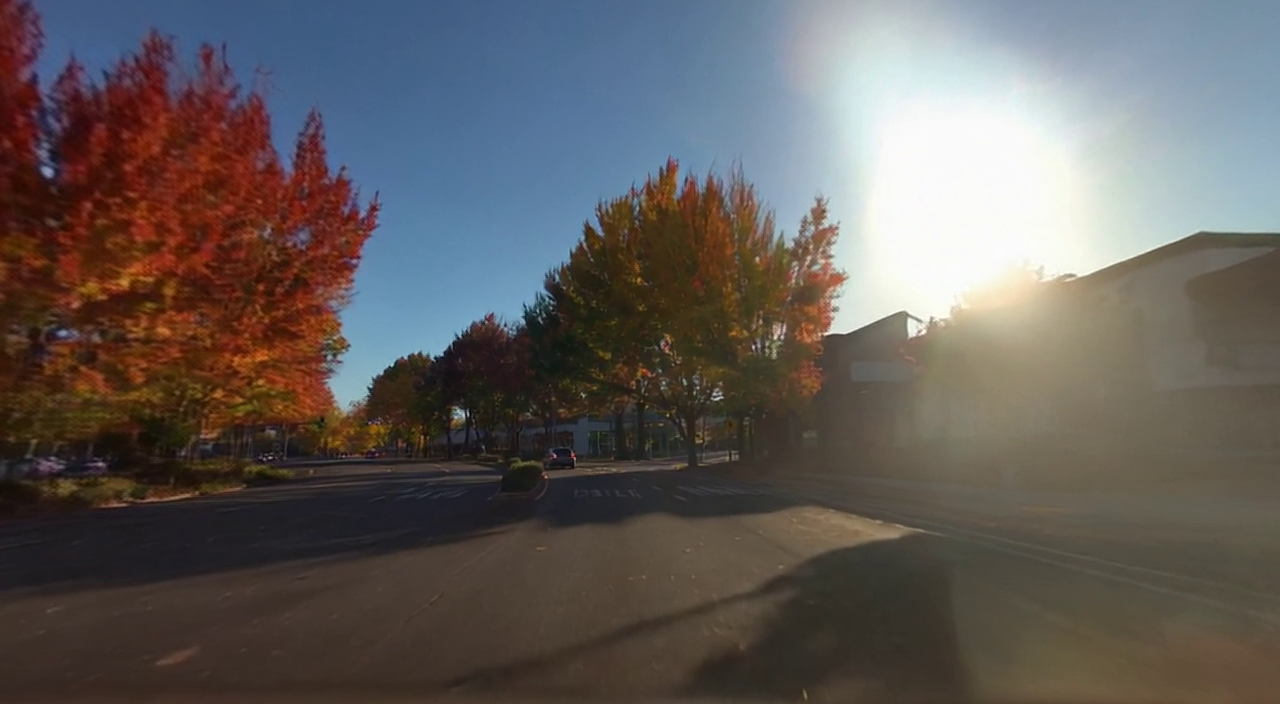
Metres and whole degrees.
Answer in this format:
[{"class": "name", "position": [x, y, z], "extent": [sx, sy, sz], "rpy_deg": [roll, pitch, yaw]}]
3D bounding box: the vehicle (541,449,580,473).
[{"class": "vehicle", "position": [-5.447, 7.361, 42.689], "extent": [2.018, 1.512, 4.304], "rpy_deg": [3, -9, -16]}]
